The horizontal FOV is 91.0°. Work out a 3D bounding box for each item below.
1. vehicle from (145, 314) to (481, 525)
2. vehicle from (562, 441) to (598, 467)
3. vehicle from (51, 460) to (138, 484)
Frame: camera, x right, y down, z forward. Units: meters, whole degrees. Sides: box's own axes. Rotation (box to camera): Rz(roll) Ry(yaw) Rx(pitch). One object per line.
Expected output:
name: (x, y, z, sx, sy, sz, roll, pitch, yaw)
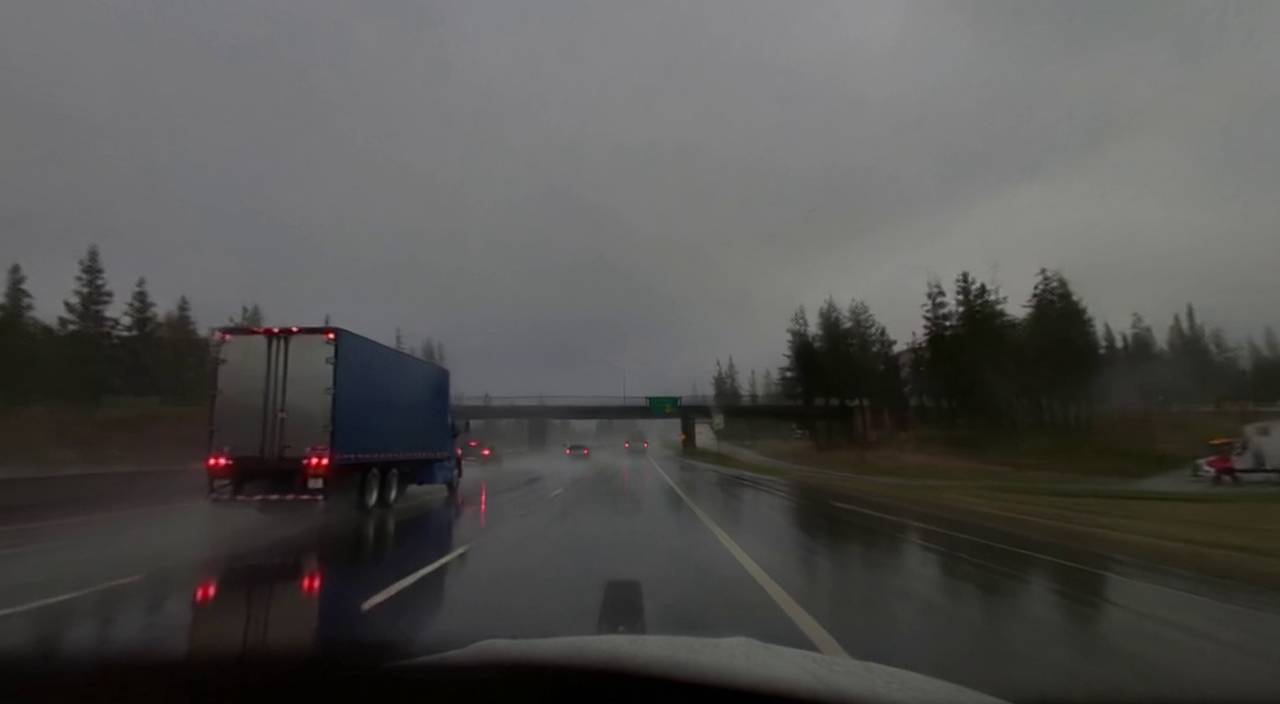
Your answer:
vehicle: (-7.240, 1.958, 16.684, 3.303, 3.868, 10.298, 0, -9, 0)
vehicle: (-4.174, 7.195, 44.612, 2.094, 1.695, 4.260, 0, -9, 0)
vehicle: (-39.762, 8.722, 46.076, 1.867, 1.579, 5.040, 0, -9, 0)
